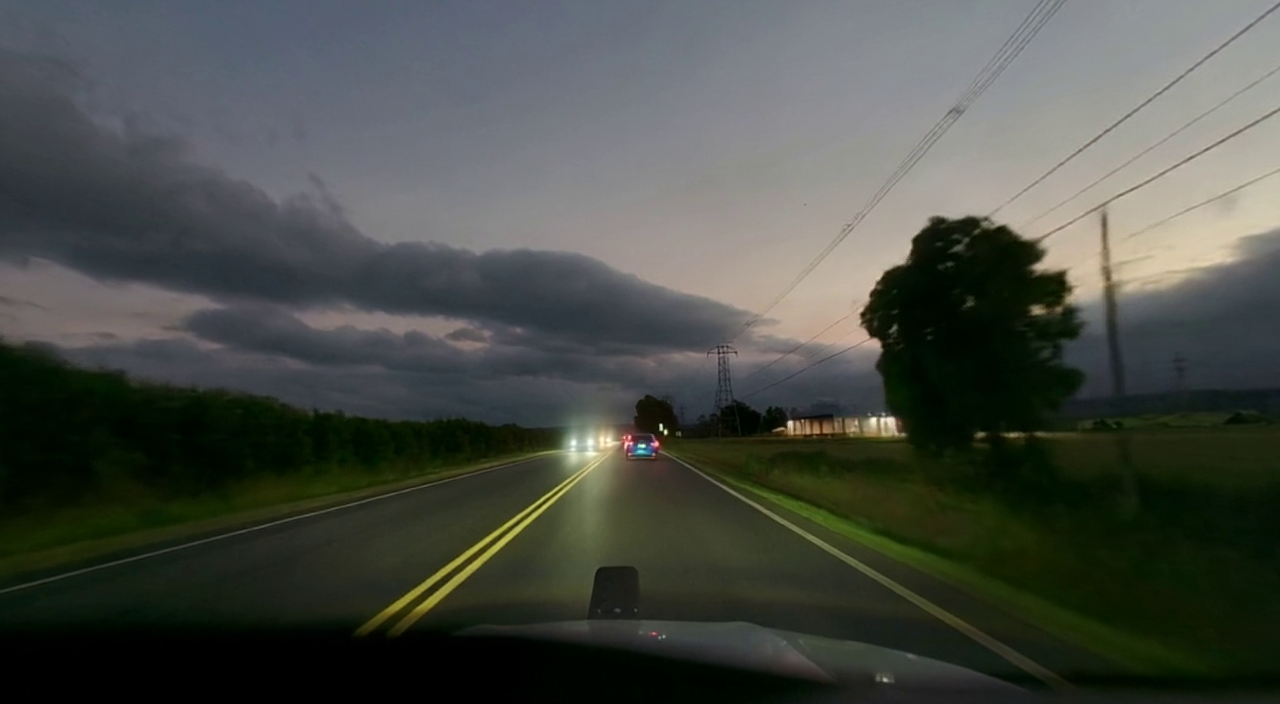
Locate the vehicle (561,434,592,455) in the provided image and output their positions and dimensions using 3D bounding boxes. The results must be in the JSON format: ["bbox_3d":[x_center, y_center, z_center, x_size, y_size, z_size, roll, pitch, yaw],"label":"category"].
[{"bbox_3d":[-4.774,7.042,48.147,2.019,1.511,4.290,0,-8,-1],"label":"vehicle"}]

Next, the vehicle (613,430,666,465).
[{"bbox_3d":[-0.080,4.344,28.772,2.241,1.471,3.829,0,-8,-2],"label":"vehicle"}]
